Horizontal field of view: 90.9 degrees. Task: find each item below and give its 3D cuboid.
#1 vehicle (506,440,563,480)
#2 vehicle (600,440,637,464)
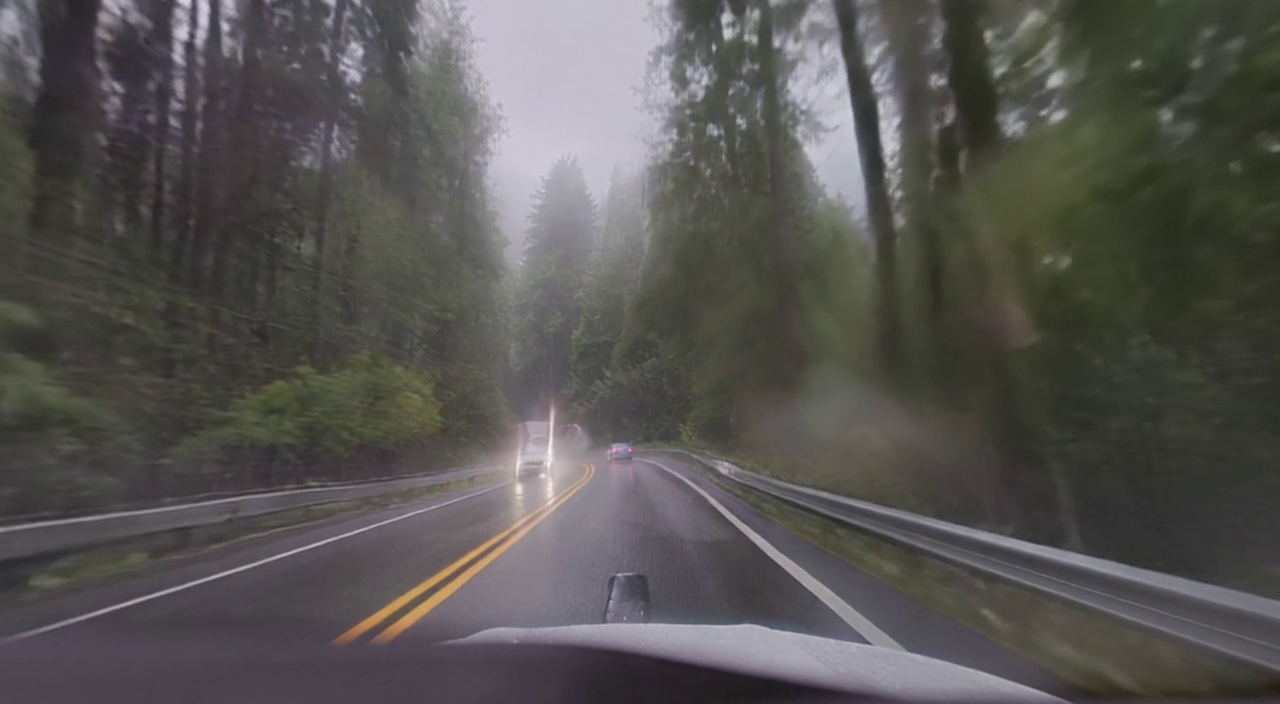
[{"bbox_3d":[-5.290,5.458,32.240,2.319,1.864,4.569,0,-8,-3],"label":"vehicle"},{"bbox_3d":[-1.525,6.728,42.552,2.120,1.491,4.349,1,-8,-7],"label":"vehicle"}]
